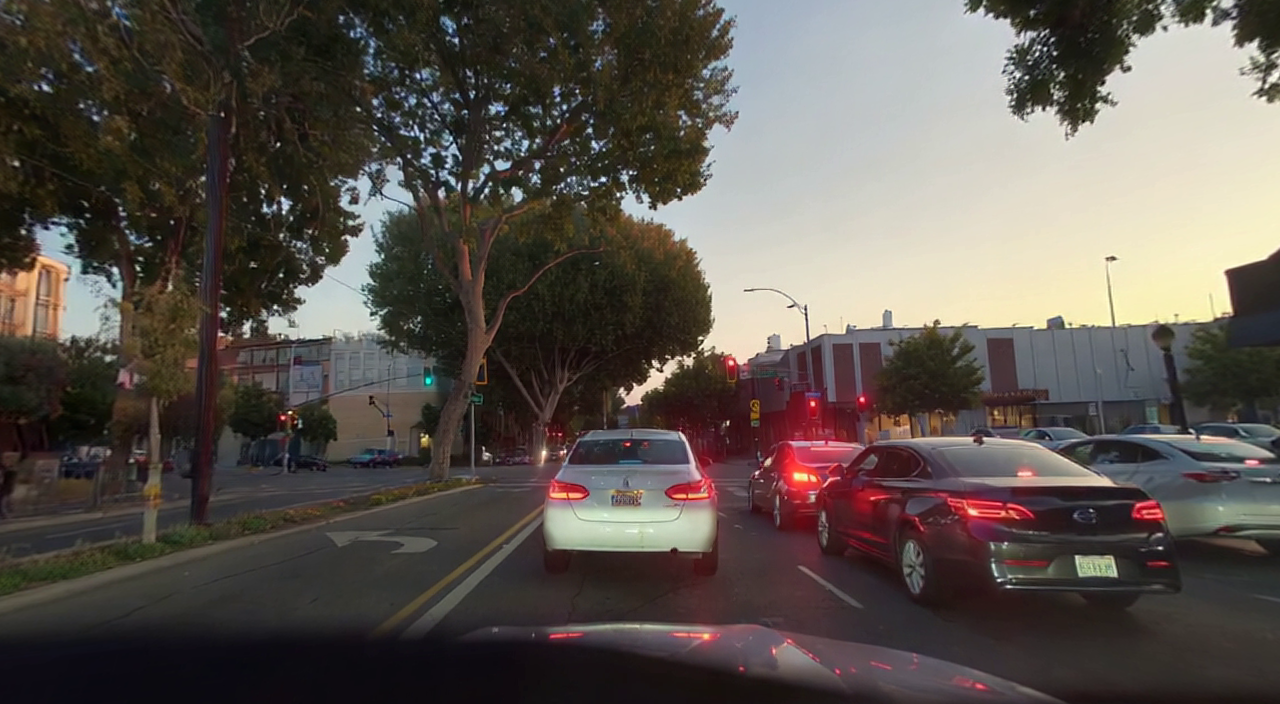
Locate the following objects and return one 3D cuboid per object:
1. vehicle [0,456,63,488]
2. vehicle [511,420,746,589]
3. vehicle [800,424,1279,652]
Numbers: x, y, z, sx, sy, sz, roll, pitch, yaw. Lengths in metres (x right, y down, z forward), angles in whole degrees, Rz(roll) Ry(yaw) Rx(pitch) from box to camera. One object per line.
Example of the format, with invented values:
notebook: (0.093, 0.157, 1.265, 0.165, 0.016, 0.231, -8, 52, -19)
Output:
vehicle: (-31.726, 5.992, 31.563, 1.913, 1.531, 4.000, -9, -12, 43)
vehicle: (-0.135, 1.685, 7.800, 2.118, 1.512, 4.013, 0, -9, -1)
vehicle: (3.213, 1.548, 6.426, 1.912, 1.454, 4.537, 0, -9, -1)
